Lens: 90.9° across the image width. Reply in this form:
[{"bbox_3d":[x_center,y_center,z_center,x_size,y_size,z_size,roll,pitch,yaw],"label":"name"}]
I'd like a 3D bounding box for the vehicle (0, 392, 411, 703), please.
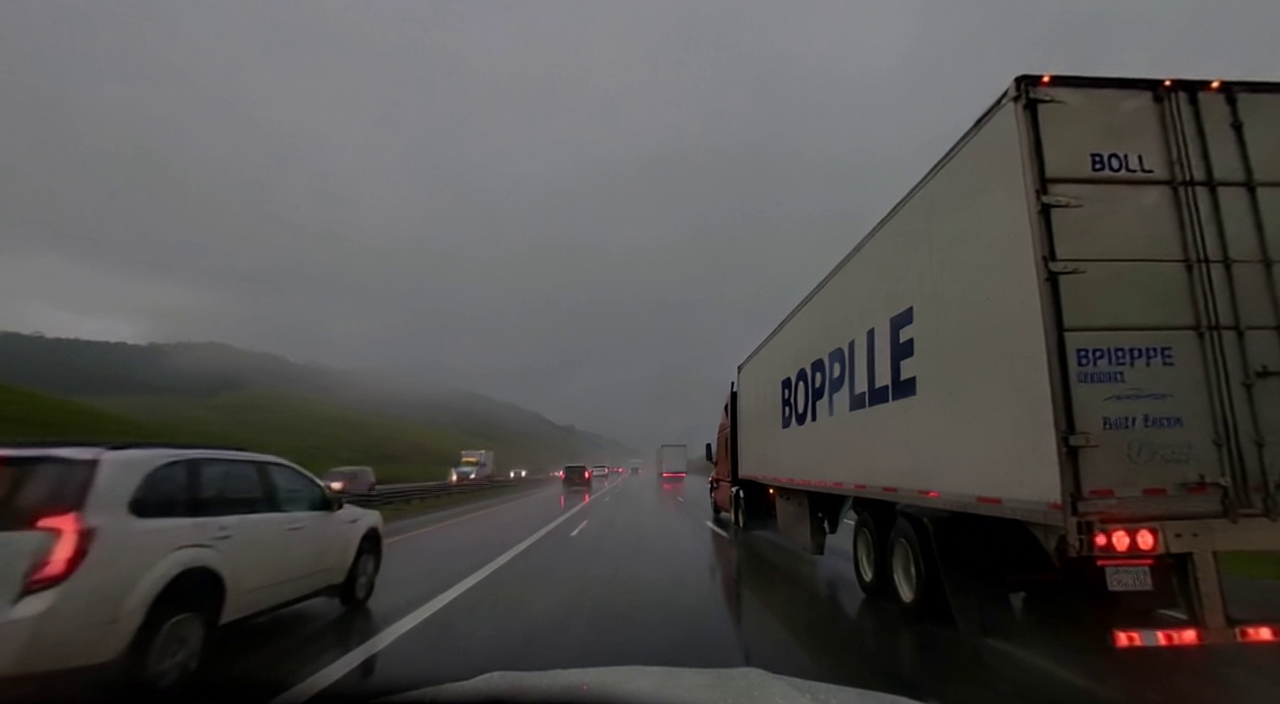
[{"bbox_3d":[-3.322,1.240,4.108,2.021,1.505,4.286,1,-11,0],"label":"vehicle"}]

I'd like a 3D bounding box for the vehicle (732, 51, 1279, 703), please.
[{"bbox_3d":[4.069,1.309,10.703,2.839,4.062,14.051,1,-11,0],"label":"vehicle"}]

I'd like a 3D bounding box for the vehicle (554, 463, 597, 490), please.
[{"bbox_3d":[-3.947,7.758,39.411,2.088,1.566,4.853,1,-11,1],"label":"vehicle"}]

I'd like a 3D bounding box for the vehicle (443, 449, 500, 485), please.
[{"bbox_3d":[-12.271,8.525,46.464,2.216,2.401,6.740,1,-11,0],"label":"vehicle"}]
